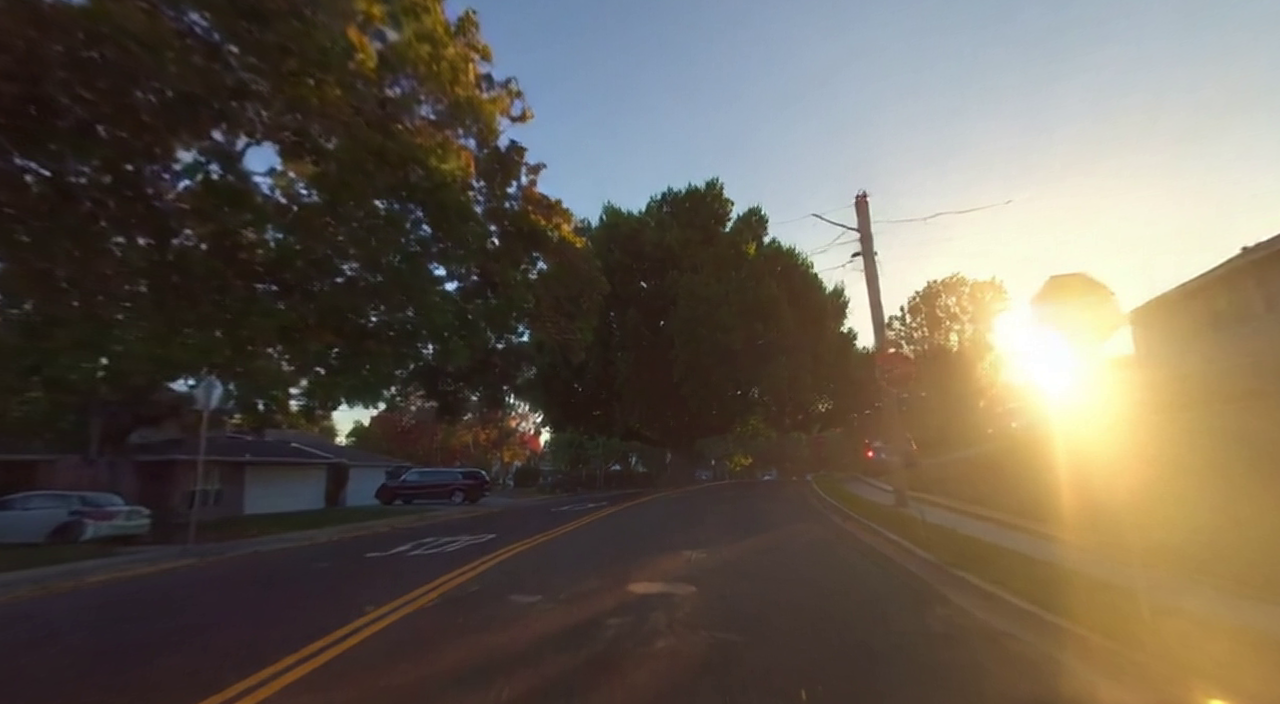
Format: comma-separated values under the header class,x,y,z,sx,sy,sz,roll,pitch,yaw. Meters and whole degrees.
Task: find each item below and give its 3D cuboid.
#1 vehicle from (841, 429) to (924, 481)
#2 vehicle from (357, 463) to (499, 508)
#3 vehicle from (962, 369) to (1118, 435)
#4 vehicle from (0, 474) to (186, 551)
class,x,y,z,sx,sy,sz,roll,pitch,yaw
vehicle,9.749,4.165,25.813,2.163,1.885,4.804,-2,-9,10
vehicle,-9.610,6.159,29.018,5.643,1.759,2.110,-1,-19,3
vehicle,15.507,1.919,24.691,4.539,2.010,2.163,-6,-1,3
vehicle,-13.144,3.591,14.301,4.175,1.492,1.845,0,-9,-4
